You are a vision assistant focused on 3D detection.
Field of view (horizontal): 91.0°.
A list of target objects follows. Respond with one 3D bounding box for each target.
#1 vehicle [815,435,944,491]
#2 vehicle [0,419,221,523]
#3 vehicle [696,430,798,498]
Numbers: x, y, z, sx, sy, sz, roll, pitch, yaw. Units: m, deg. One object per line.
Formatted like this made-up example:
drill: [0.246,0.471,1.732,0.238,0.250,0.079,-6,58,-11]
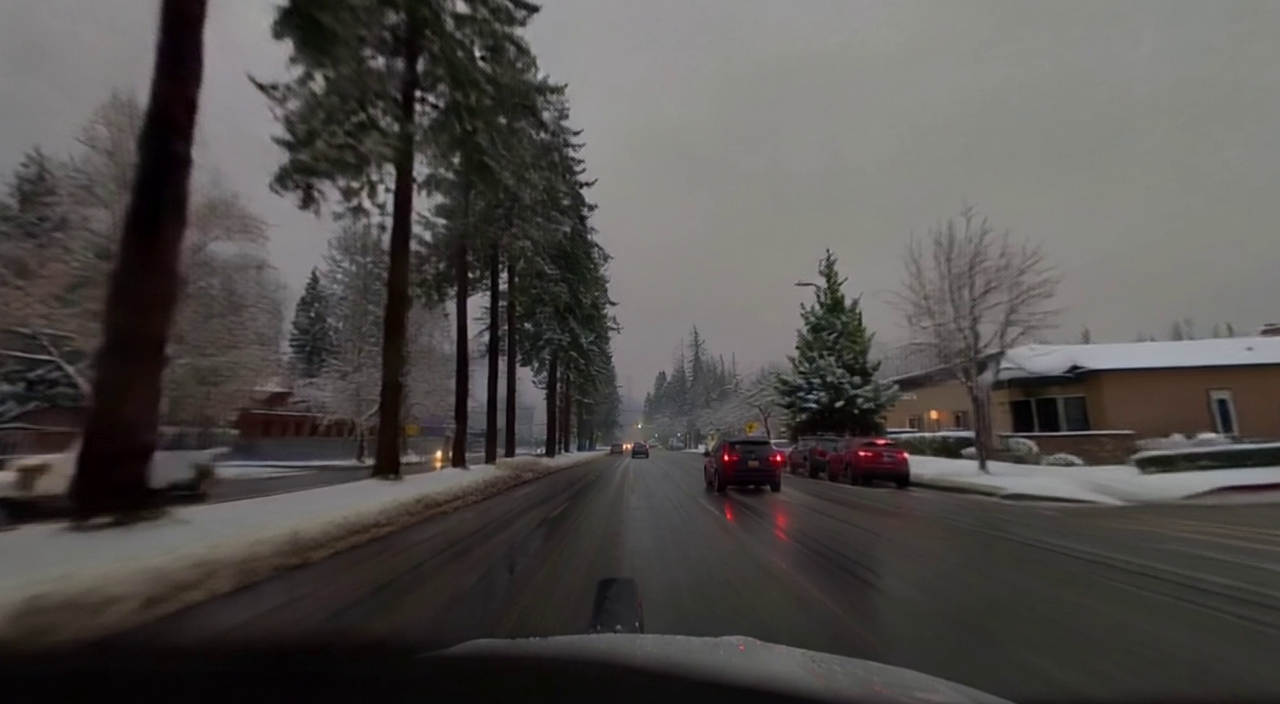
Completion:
vehicle: [7.483,3.519,20.374,2.068,1.558,5.058,0,-9,-2]
vehicle: [-11.437,2.364,13.060,2.207,1.745,4.717,0,-9,0]
vehicle: [2.823,3.060,17.573,2.022,1.656,4.025,0,-9,-1]
